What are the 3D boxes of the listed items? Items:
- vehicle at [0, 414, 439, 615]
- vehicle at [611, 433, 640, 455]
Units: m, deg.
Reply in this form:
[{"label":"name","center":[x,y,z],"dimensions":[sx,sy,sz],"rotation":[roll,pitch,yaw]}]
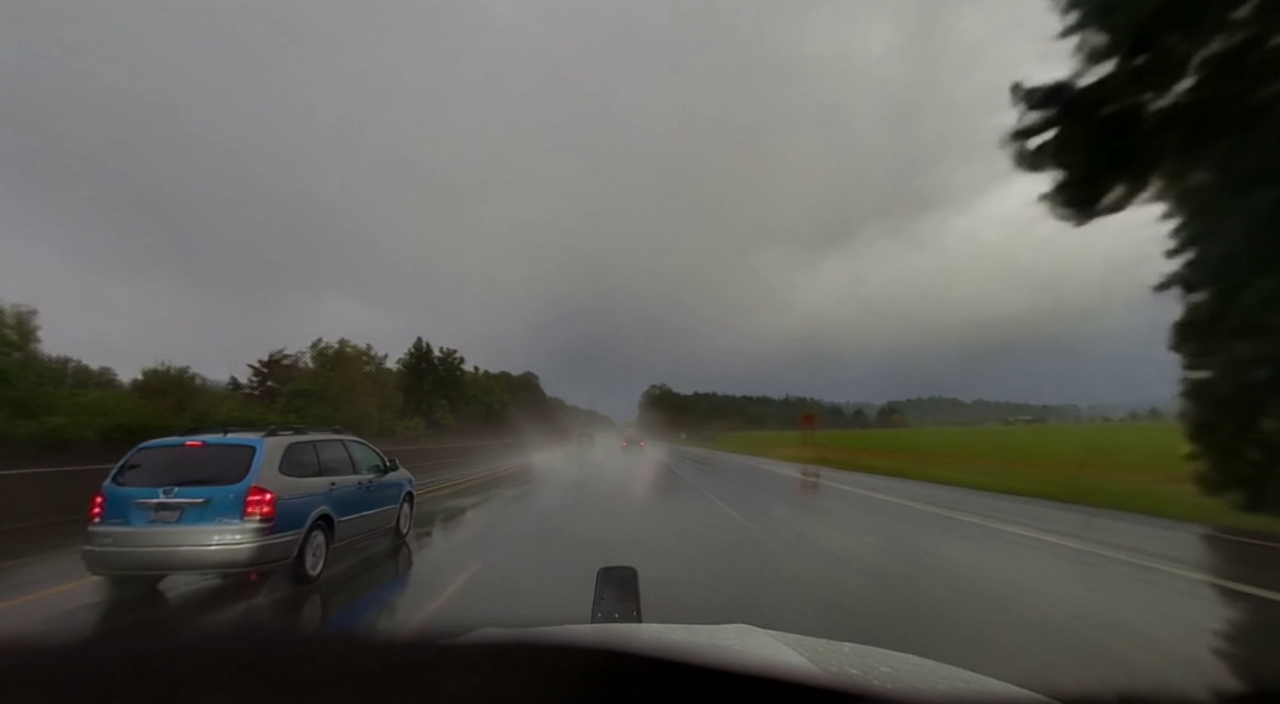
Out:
[{"label":"vehicle","center":[-3.803,1.489,6.809],"dimensions":[1.931,1.483,4.105],"rotation":[0,-8,-1]},{"label":"vehicle","center":[-1.068,7.119,48.870],"dimensions":[2.162,1.616,4.242],"rotation":[0,-8,0]}]
